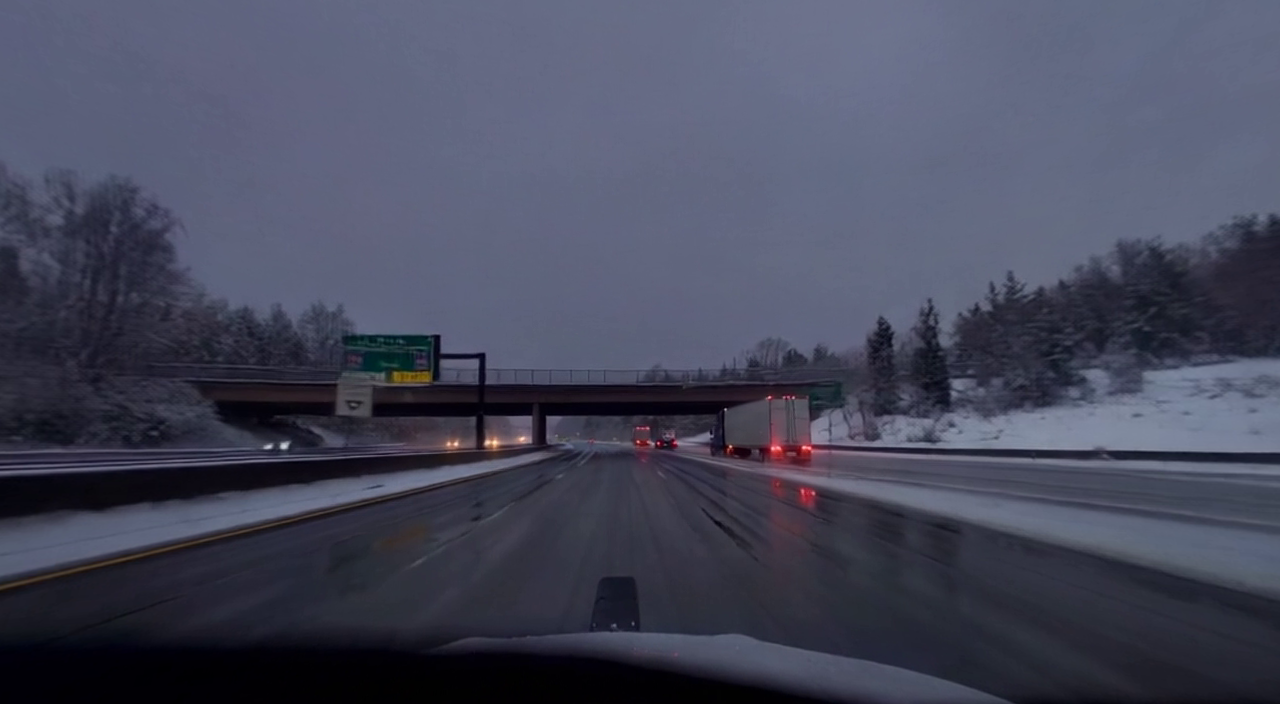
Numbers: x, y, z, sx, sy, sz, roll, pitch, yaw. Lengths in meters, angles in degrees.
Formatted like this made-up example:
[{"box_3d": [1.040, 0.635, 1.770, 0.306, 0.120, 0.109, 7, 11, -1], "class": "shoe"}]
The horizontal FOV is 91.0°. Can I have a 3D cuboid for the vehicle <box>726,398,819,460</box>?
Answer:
[{"box_3d": [9.590, 5.986, 47.936, 2.855, 4.053, 13.328, 0, -8, -6], "class": "vehicle"}]
